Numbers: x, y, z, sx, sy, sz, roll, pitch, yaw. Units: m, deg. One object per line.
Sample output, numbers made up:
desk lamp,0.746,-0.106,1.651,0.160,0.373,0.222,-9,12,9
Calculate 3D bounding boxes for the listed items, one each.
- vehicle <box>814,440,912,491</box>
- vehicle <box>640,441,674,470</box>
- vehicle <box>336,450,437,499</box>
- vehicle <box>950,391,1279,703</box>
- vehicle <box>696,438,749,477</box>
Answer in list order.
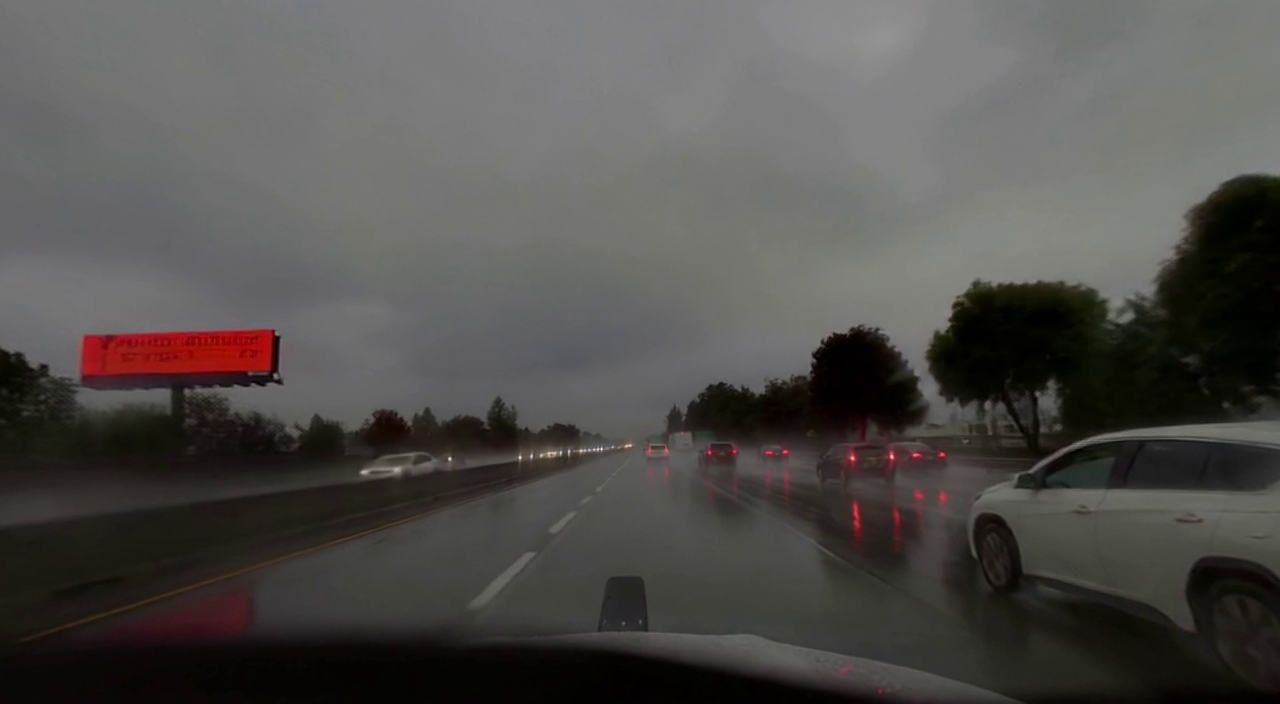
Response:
vehicle,7.619,3.879,22.030,1.807,1.558,4.352,0,-8,0
vehicle,1.089,6.885,42.182,2.145,1.832,4.004,0,-8,0
vehicle,-9.495,4.589,24.094,1.912,1.610,4.646,-1,-8,1
vehicle,3.896,1.091,3.610,1.989,1.609,4.355,0,-8,0
vehicle,4.215,5.482,33.047,2.075,1.845,4.667,0,-8,-1
